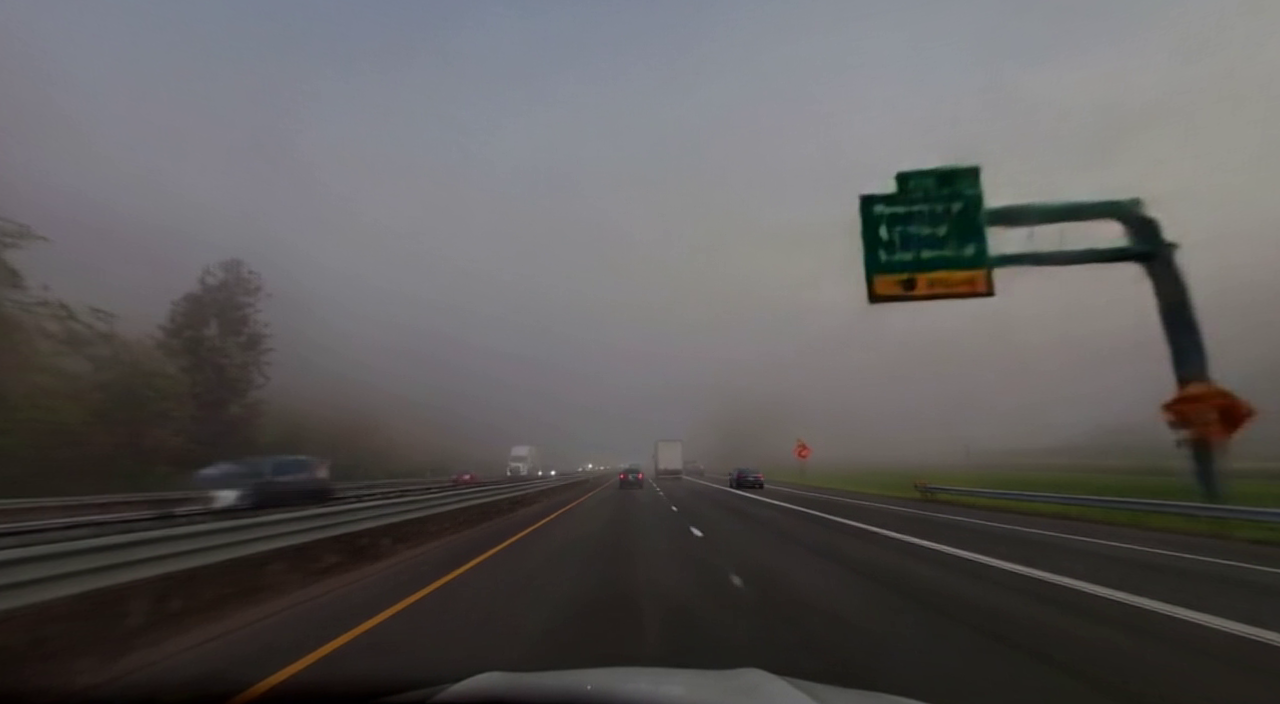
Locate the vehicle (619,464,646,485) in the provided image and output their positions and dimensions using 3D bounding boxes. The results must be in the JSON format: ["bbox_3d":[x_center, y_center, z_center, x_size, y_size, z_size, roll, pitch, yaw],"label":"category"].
[{"bbox_3d":[-0.571,9.394,48.469,2.025,1.452,3.927,1,-10,-1],"label":"vehicle"}]

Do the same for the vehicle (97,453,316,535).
[{"bbox_3d":[-9.408,3.115,14.234,1.910,1.532,4.251,1,-10,0],"label":"vehicle"}]

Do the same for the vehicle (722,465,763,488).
[{"bbox_3d":[6.969,8.512,43.232,1.977,1.494,4.311,1,-10,-2],"label":"vehicle"}]
